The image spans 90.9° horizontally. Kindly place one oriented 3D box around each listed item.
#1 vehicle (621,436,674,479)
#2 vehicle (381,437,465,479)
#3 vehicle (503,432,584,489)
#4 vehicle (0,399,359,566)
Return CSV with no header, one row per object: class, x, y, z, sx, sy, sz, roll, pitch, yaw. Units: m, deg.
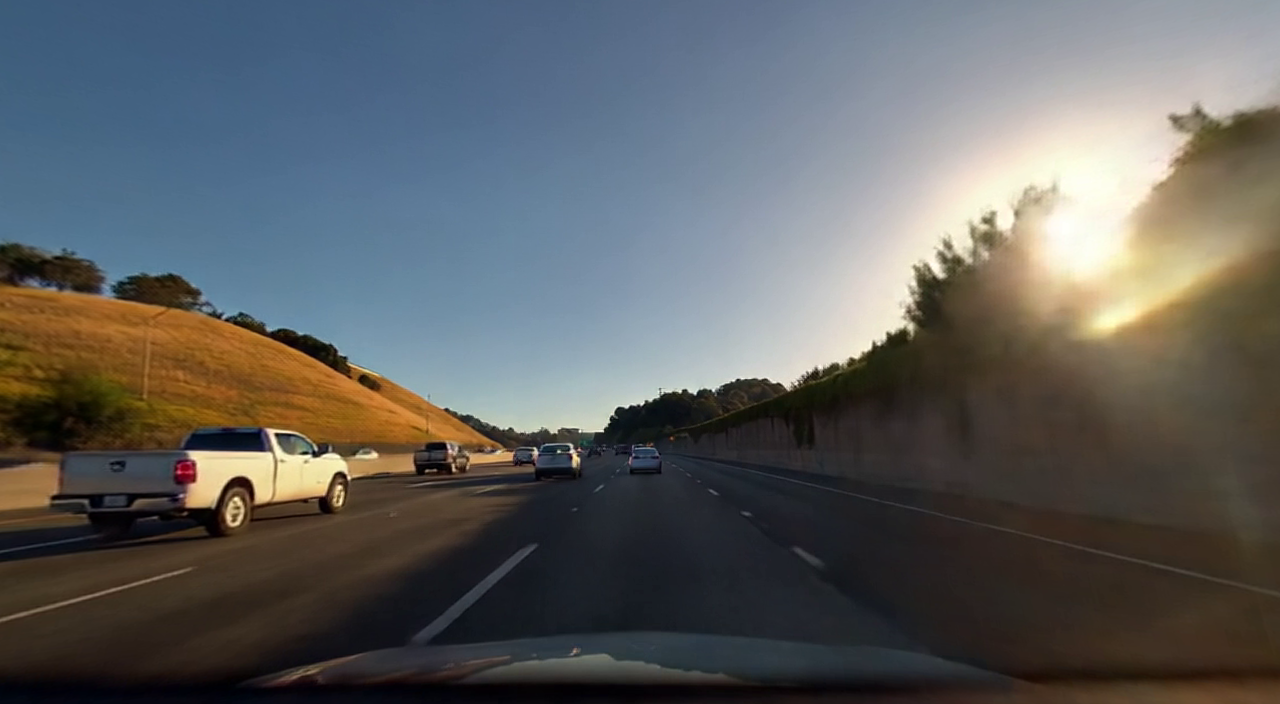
vehicle,0.327,4.834,29.067,2.233,1.804,4.273,0,-9,0
vehicle,-10.715,5.274,31.695,2.230,1.928,5.333,0,-9,1
vehicle,-3.325,3.852,22.709,2.093,1.820,4.506,0,-9,1
vehicle,-6.651,1.855,9.743,2.108,1.856,5.214,0,-9,1
